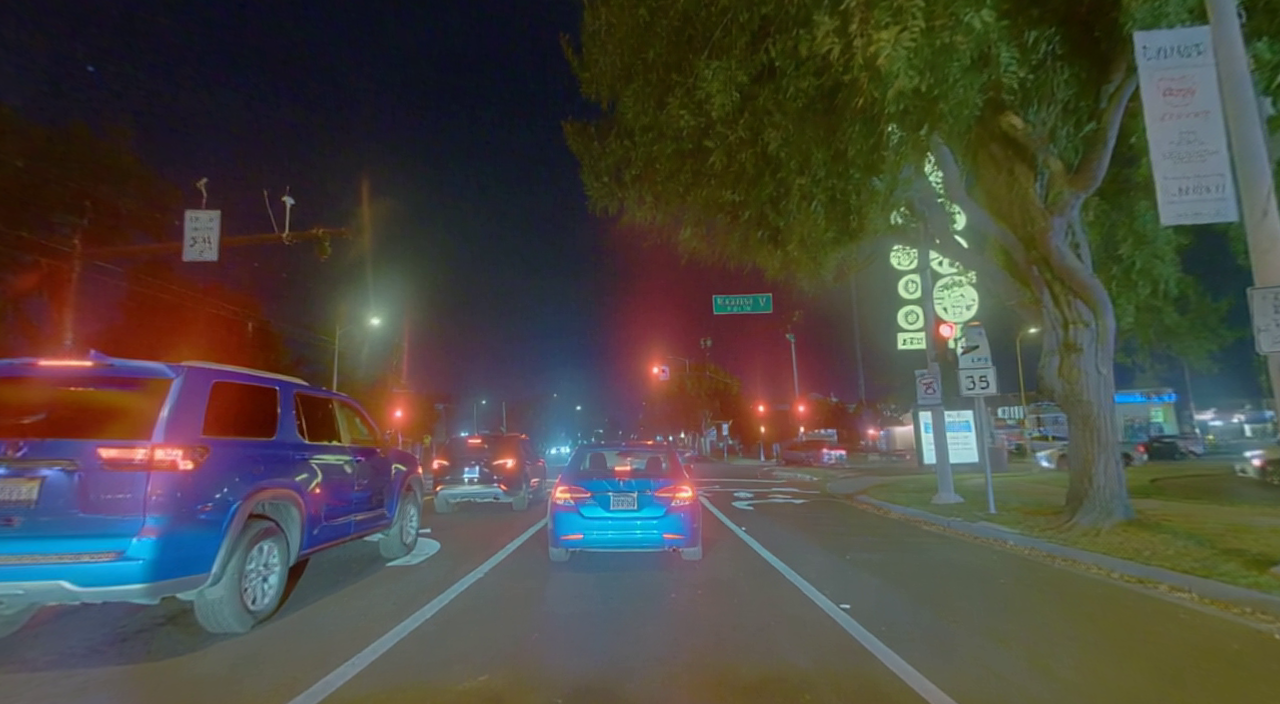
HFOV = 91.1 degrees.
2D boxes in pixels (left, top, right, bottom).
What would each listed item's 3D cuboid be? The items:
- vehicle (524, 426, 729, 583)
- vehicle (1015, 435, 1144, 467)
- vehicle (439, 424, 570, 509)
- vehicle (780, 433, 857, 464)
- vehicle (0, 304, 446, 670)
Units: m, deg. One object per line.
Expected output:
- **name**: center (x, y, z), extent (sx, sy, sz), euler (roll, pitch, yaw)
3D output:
- **vehicle**: center (-0.159, 1.780, 8.179), extent (1.966, 1.481, 4.146), euler (0, -8, -1)
- **vehicle**: center (21.439, 4.854, 30.896), extent (4.809, 1.476, 1.845), euler (-4, -9, 23)
- **vehicle**: center (-2.925, 2.593, 14.594), extent (2.047, 1.664, 4.148), euler (0, -8, 1)
- **vehicle**: center (10.229, 5.577, 36.288), extent (4.116, 1.719, 2.069), euler (-2, -9, 12)
- **vehicle**: center (-3.811, 1.129, 6.219), extent (2.152, 2.118, 5.066), euler (0, -8, 0)
